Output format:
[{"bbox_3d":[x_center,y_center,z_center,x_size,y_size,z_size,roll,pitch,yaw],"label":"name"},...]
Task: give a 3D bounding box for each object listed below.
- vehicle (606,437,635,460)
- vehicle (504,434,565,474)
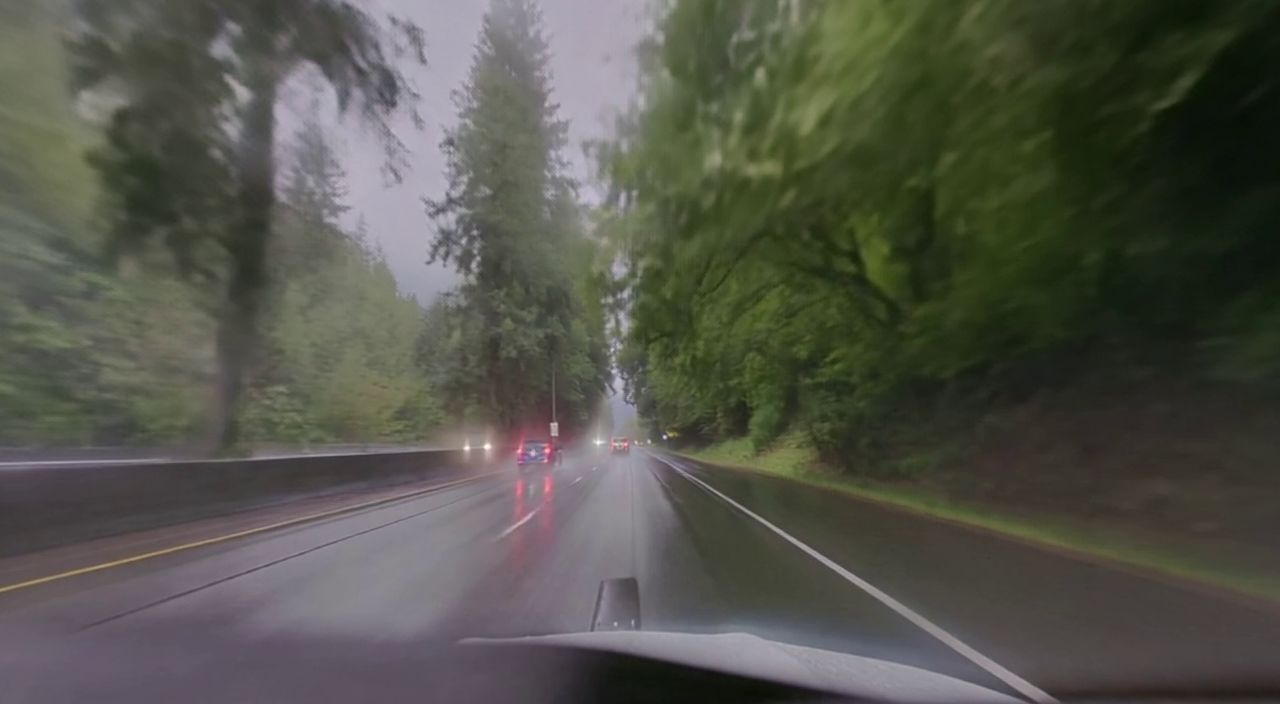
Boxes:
[{"bbox_3d":[-1.541,7.556,49.445,2.159,1.670,4.395,0,-8,-1],"label":"vehicle"},{"bbox_3d":[-4.772,4.676,29.117,2.111,1.645,4.382,0,-8,-1],"label":"vehicle"}]
